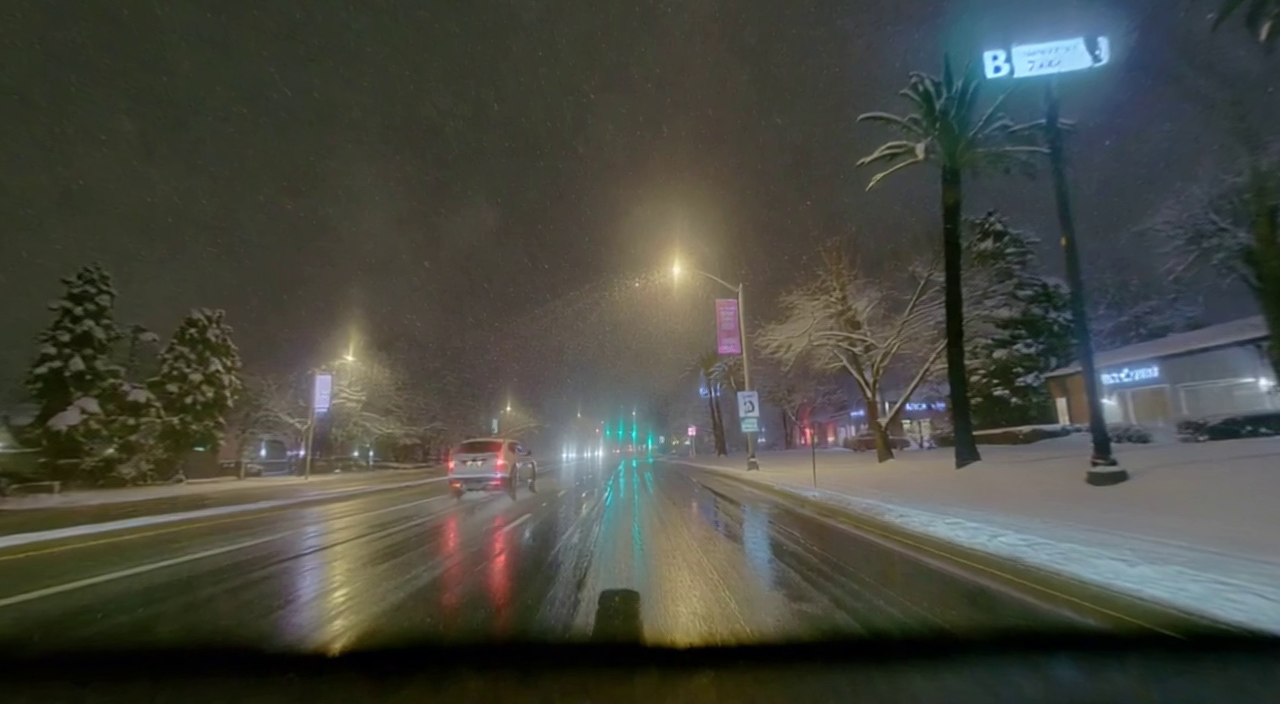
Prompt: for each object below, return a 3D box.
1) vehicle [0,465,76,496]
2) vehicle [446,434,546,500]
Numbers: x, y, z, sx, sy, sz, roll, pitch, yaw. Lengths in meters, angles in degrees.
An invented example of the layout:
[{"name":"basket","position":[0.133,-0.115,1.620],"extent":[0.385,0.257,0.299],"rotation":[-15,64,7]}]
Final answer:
[{"name":"vehicle","position":[-34.496,7.124,35.134],"extent":[1.856,1.442,4.494],"rotation":[0,-8,-1]},{"name":"vehicle","position":[-4.375,3.570,19.904],"extent":[2.136,1.844,4.363],"rotation":[0,-9,0]}]
